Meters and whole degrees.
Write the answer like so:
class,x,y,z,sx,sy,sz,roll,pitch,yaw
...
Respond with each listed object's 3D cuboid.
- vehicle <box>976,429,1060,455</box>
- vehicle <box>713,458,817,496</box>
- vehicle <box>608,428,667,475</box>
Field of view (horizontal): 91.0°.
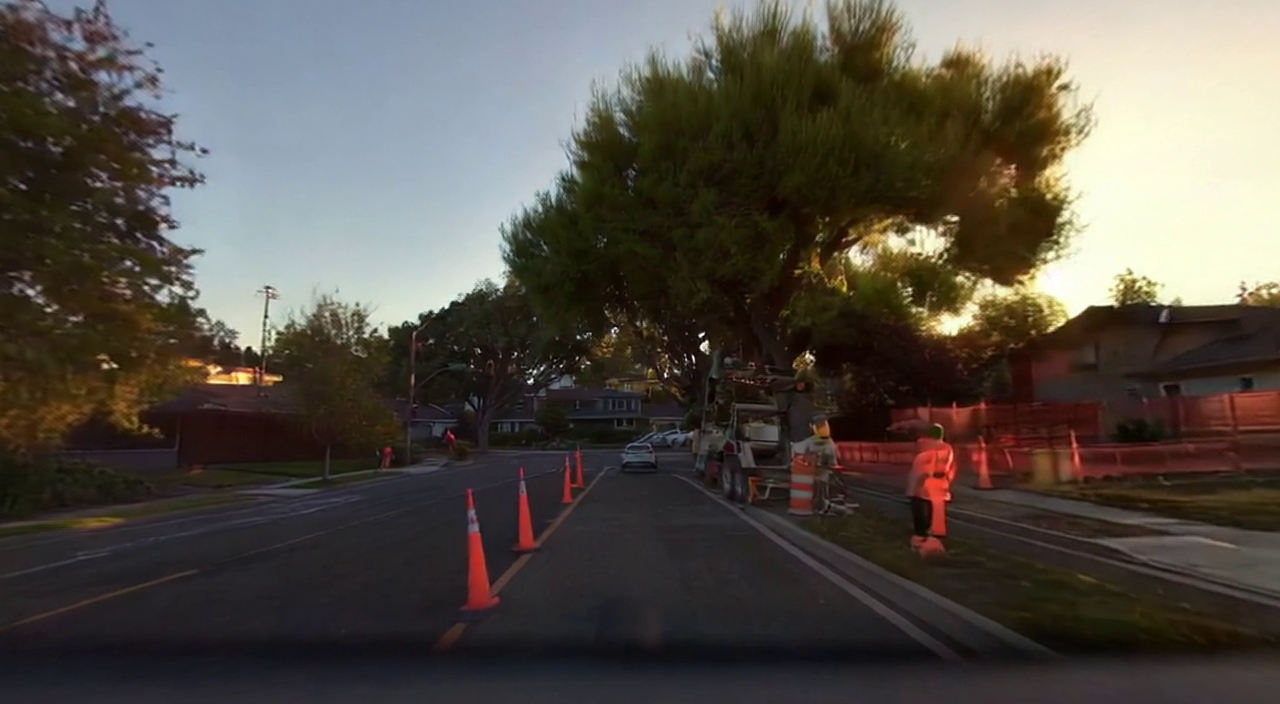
class,x,y,z,sx,sy,sz,roll,pitch,yaw
vehicle,24.201,5.787,40.409,4.151,1.429,1.743,-2,-8,2
vehicle,3.288,3.367,17.188,2.123,0.883,3.024,0,-8,-2
vehicle,-0.147,3.912,24.916,2.151,1.708,4.084,0,-8,-2
